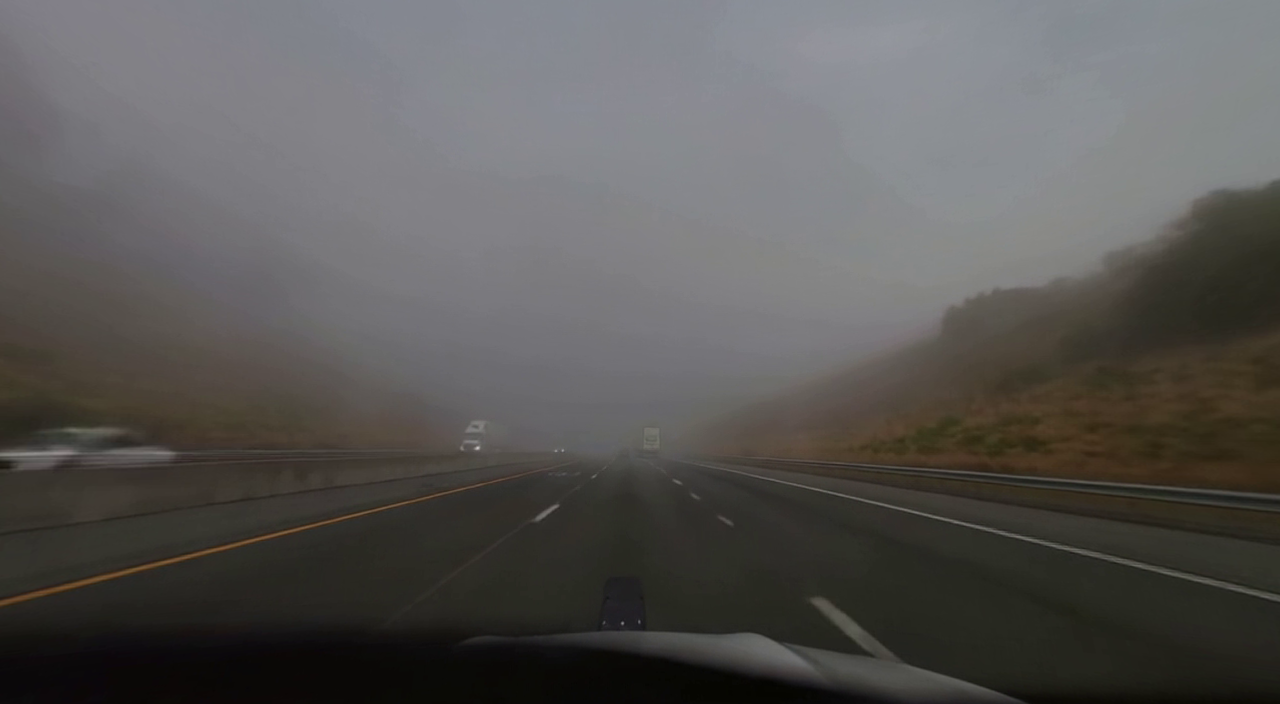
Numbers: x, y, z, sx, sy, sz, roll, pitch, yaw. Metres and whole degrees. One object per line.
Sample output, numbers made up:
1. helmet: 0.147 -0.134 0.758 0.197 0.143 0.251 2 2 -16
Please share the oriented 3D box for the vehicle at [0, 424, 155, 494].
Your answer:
1. vehicle: -14.941 2.645 15.741 2.138 1.490 4.344 0 -9 0
